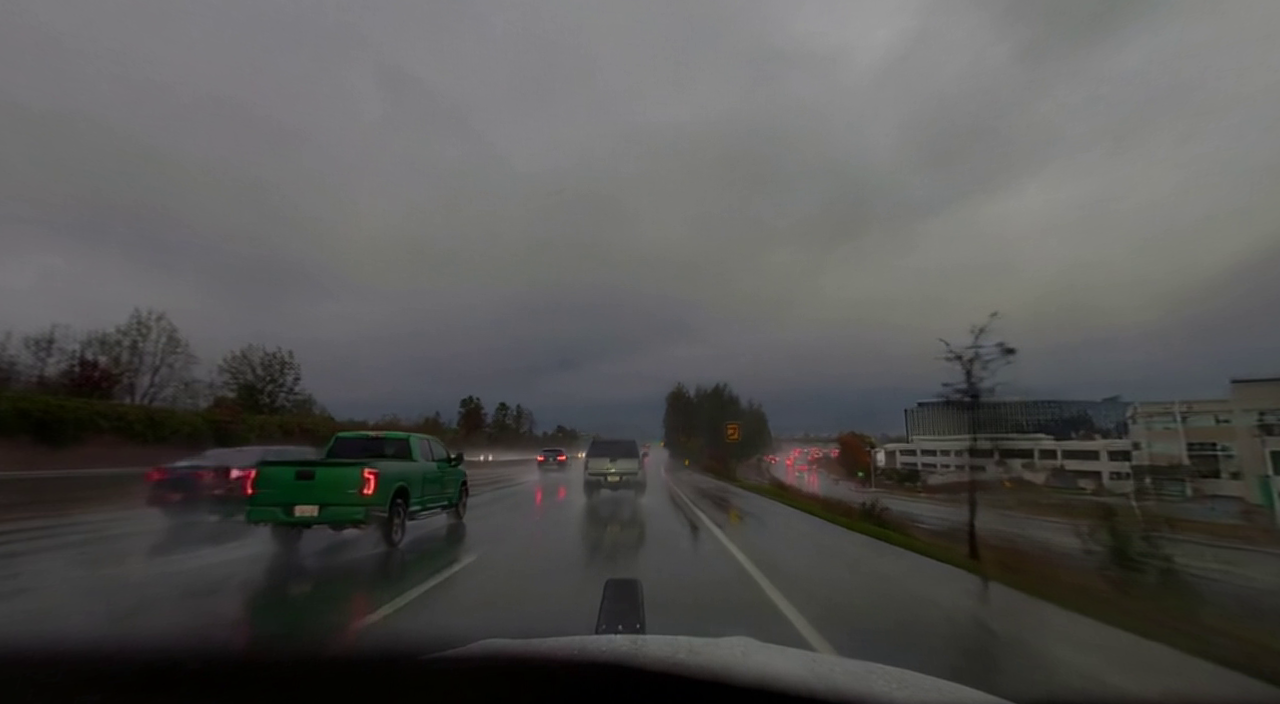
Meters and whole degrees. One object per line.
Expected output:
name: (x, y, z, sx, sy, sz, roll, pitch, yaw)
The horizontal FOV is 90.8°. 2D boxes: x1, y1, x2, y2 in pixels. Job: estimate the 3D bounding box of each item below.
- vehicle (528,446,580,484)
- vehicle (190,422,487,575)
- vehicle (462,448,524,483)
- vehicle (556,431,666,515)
vehicle: (-4.361, 5.771, 32.659, 1.991, 1.776, 4.333, 0, -8, 1)
vehicle: (-4.020, 2.031, 9.744, 2.038, 1.704, 5.181, 0, -8, 0)
vehicle: (-7.837, 6.074, 34.169, 2.115, 1.705, 4.843, 0, -8, 1)
vehicle: (-0.566, 2.867, 15.474, 2.293, 1.753, 4.380, 0, -8, 1)
